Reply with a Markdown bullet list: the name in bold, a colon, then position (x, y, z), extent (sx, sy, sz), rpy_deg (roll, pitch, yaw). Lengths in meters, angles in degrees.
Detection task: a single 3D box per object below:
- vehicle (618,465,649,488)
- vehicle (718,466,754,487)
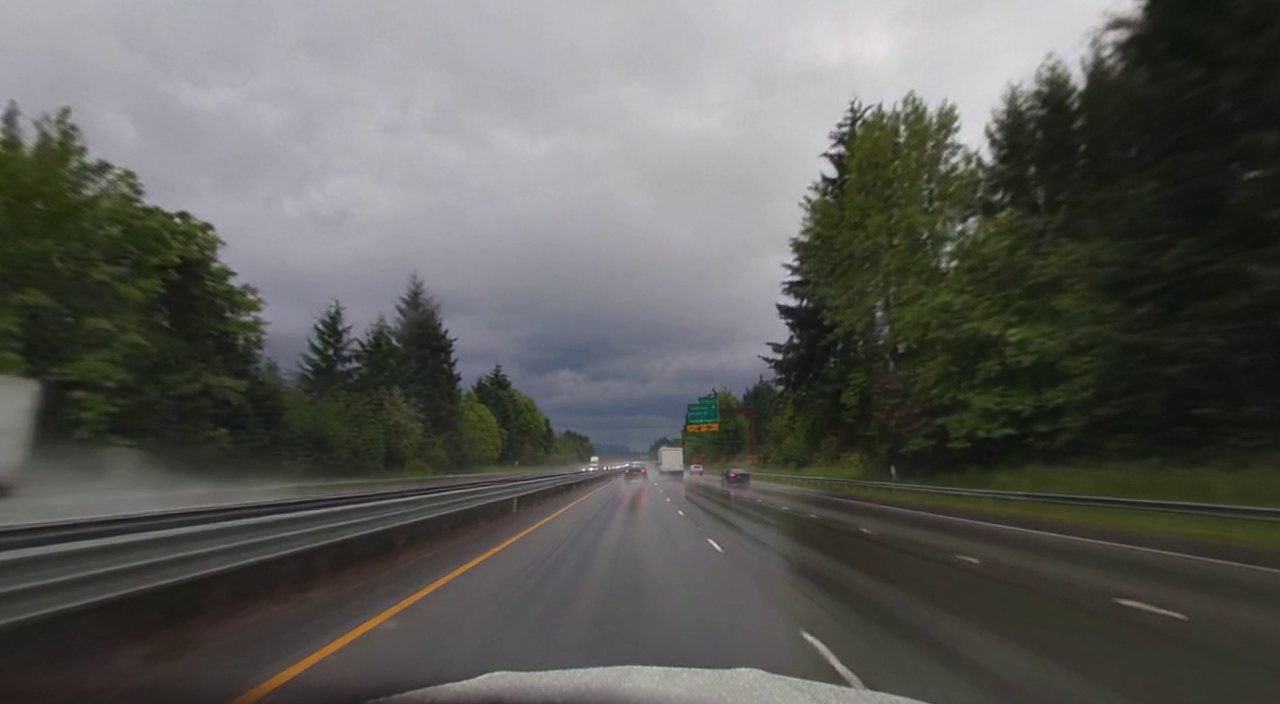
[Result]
- **vehicle**: position (-0.436, 8.482, 42.916), extent (2.025, 1.452, 3.927), rpy_deg (1, -10, -1)
- **vehicle**: position (7.416, 9.696, 49.175), extent (1.977, 1.494, 4.311), rpy_deg (1, -10, -2)
